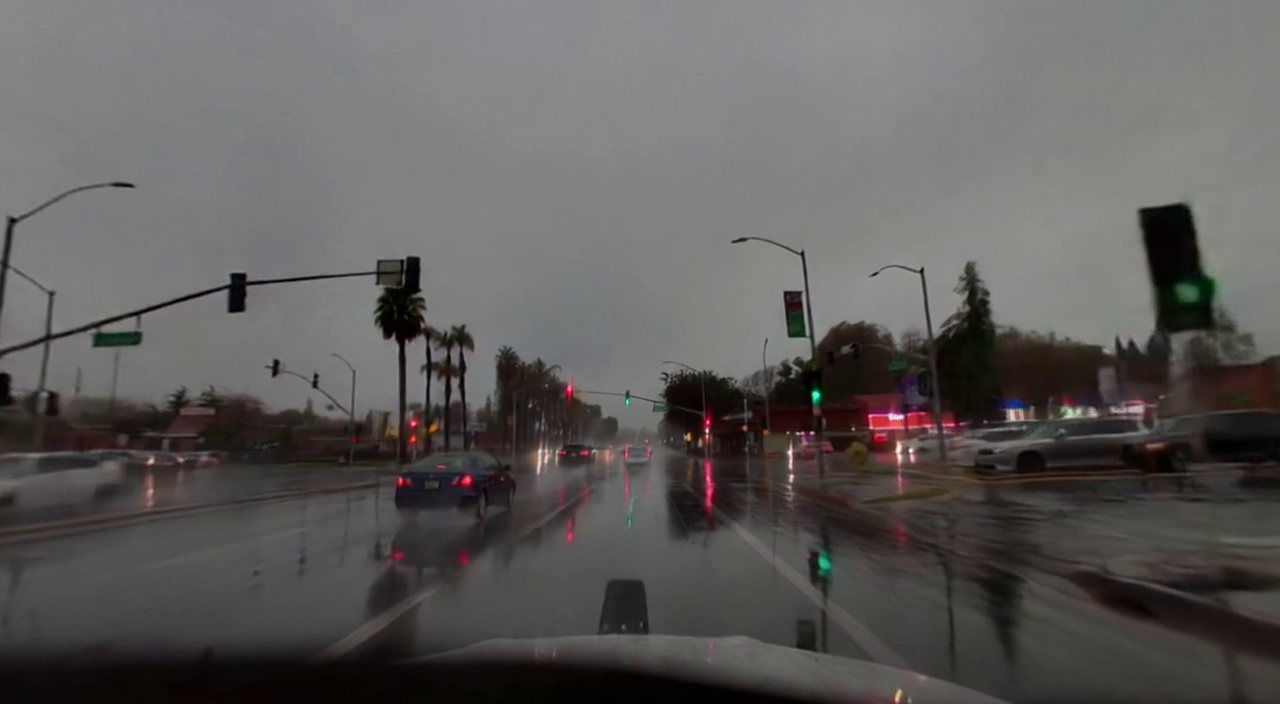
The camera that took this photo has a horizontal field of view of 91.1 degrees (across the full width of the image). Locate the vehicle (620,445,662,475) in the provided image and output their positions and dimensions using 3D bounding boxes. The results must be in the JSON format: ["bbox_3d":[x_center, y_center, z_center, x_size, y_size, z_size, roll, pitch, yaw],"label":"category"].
[{"bbox_3d":[0.085,5.689,33.304,2.094,1.496,4.070,0,-8,1],"label":"vehicle"}]

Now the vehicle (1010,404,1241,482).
[{"bbox_3d":[13.690,2.667,18.414,2.345,1.886,5.809,-1,-8,3],"label":"vehicle"}]

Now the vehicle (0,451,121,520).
[{"bbox_3d":[-15.198,3.116,14.817,1.930,1.476,4.543,0,-8,1],"label":"vehicle"}]

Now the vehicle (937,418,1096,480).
[{"bbox_3d":[10.992,2.890,18.779,1.982,1.623,4.211,0,-8,-2],"label":"vehicle"}]

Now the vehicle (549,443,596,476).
[{"bbox_3d":[-3.547,5.711,33.642,1.979,1.634,3.957,0,-8,2],"label":"vehicle"}]

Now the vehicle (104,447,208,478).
[{"bbox_3d":[-29.650,6.748,38.579,4.640,1.809,2.118,0,-8,1],"label":"vehicle"}]

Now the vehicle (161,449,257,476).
[{"bbox_3d":[-28.790,7.377,42.006,4.945,1.582,1.938,-2,-10,-1],"label":"vehicle"}]

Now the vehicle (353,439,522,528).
[{"bbox_3d":[-3.912,2.597,13.054,1.904,1.513,4.410,0,-8,2],"label":"vehicle"}]

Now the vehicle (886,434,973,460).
[{"bbox_3d":[22.698,7.464,49.362,5.659,1.913,2.321,0,-8,-3],"label":"vehicle"}]

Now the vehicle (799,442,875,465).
[{"bbox_3d":[13.384,6.895,42.846,4.532,1.504,2.087,0,-8,1],"label":"vehicle"}]
